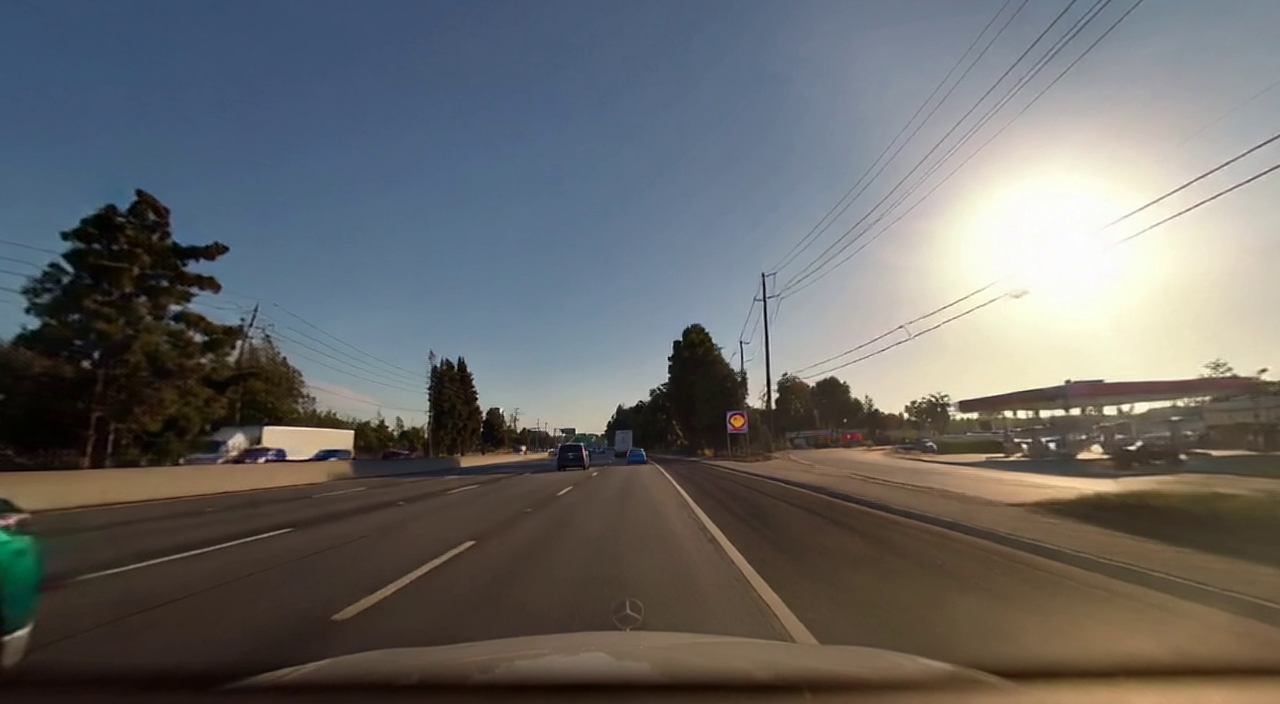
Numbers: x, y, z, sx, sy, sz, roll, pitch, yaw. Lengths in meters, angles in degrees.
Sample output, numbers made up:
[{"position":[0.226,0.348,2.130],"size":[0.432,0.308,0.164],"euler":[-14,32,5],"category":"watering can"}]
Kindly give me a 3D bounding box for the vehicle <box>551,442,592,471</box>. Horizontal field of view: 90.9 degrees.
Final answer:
[{"position":[-4.615,7.080,42.992],"size":[2.273,1.884,4.515],"euler":[0,-8,0],"category":"vehicle"}]

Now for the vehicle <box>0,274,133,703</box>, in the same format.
[{"position":[-4.209,0.348,0.327],"size":[2.694,2.081,6.099],"euler":[0,-8,1],"category":"vehicle"}]

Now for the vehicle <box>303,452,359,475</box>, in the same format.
[{"position":[-22.544,8.123,46.149],"size":[1.851,1.577,4.503],"euler":[0,-8,-1],"category":"vehicle"}]

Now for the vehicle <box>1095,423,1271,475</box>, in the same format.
[{"position":[34.852,6.343,40.836],"size":[7.976,2.684,2.905],"euler":[-3,-15,7],"category":"vehicle"}]

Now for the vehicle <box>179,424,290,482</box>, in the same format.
[{"position":[-30.372,7.599,47.854],"size":[2.982,3.933,8.231],"euler":[0,-8,-1],"category":"vehicle"}]

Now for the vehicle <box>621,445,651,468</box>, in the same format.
[{"position":[-0.340,7.305,44.386],"size":[1.982,1.524,3.800],"euler":[0,-8,-2],"category":"vehicle"}]
